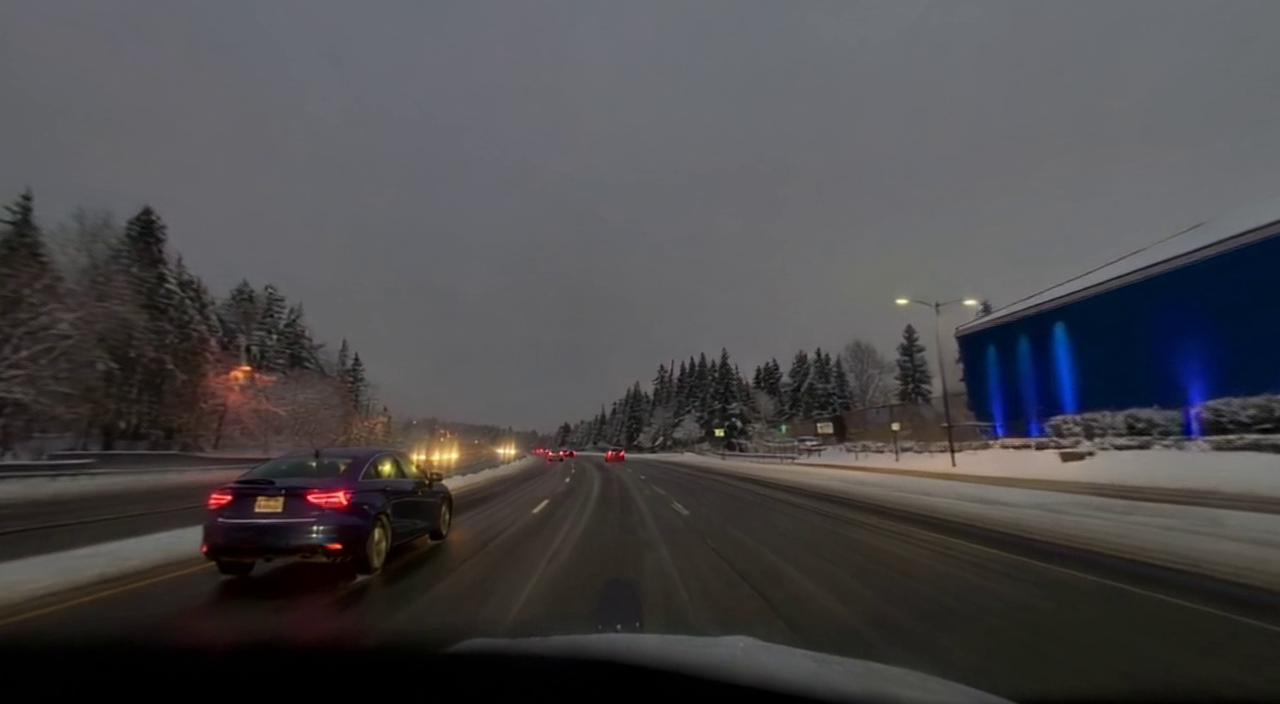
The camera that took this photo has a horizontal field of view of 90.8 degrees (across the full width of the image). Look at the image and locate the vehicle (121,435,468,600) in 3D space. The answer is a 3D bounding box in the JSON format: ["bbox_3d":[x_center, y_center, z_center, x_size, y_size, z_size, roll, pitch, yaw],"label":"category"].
[{"bbox_3d":[-3.737,1.830,7.987,2.018,1.476,4.364,0,-8,-2],"label":"vehicle"}]
